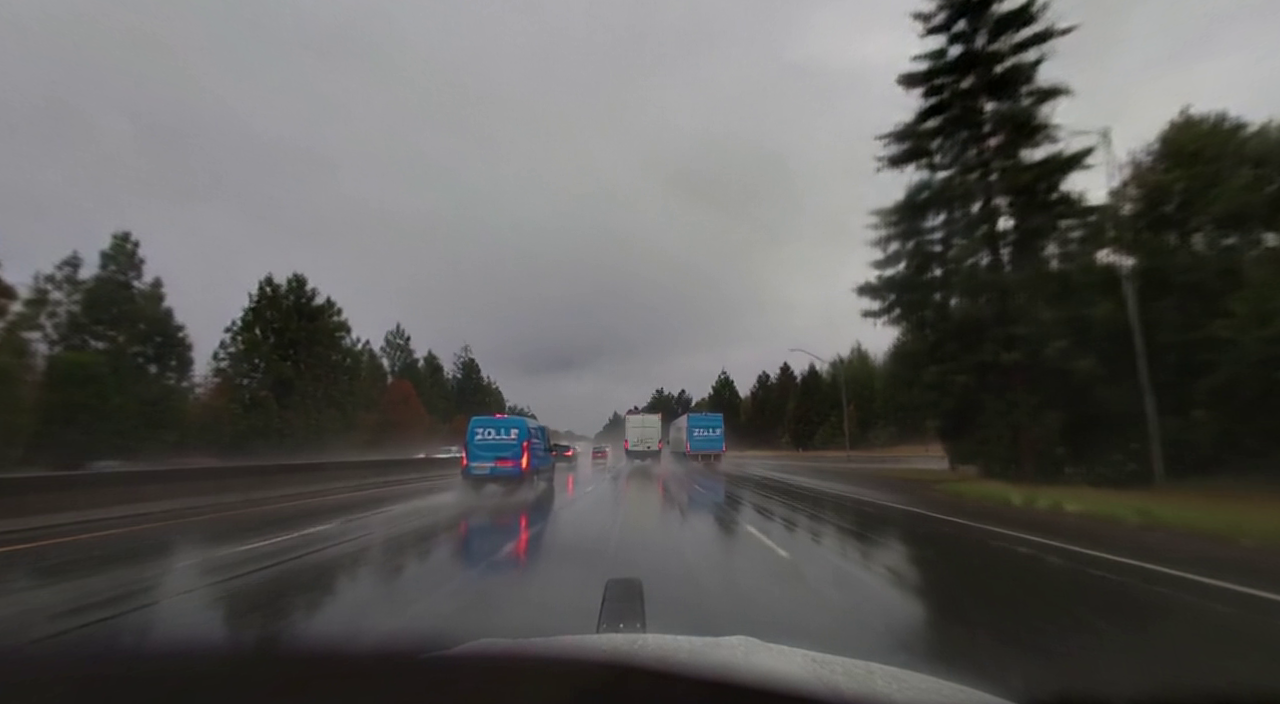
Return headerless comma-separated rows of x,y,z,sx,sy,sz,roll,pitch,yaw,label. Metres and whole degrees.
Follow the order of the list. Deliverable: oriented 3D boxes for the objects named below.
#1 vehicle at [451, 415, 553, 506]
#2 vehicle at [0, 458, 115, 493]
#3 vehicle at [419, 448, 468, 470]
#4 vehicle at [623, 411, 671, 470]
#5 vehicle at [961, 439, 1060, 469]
-3.637,2.946,17.357,2.033,2.234,3.490,0,-9,-1,vehicle
-28.074,5.887,30.326,1.774,1.479,4.454,0,-9,0,vehicle
-13.271,7.228,42.766,1.835,1.418,4.358,0,-9,1,vehicle
0.402,6.865,48.539,3.201,4.019,10.918,0,-9,-1,vehicle
22.012,6.083,37.605,2.108,1.659,4.515,7,-12,-40,vehicle
